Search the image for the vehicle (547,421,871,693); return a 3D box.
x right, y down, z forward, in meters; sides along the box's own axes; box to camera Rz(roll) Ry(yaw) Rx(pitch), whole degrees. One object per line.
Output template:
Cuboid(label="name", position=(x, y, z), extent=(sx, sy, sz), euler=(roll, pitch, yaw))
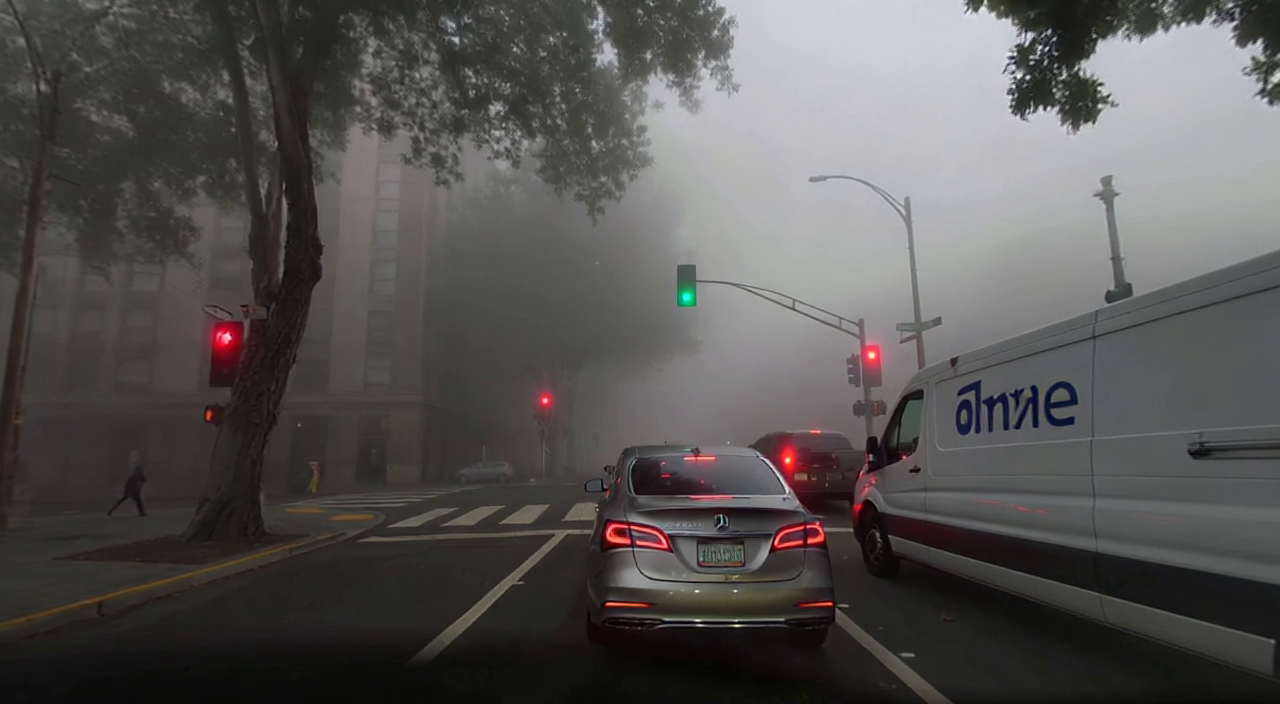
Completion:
Cuboid(label="vehicle", position=(0.379, 1.587, 5.726), extent=(1.961, 1.629, 3.610), euler=(1, -10, -2))

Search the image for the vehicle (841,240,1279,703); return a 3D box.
Cuboid(label="vehicle", position=(2.851, 0.890, 2.910), extent=(2.054, 1.965, 5.248), euler=(1, -11, -1))
